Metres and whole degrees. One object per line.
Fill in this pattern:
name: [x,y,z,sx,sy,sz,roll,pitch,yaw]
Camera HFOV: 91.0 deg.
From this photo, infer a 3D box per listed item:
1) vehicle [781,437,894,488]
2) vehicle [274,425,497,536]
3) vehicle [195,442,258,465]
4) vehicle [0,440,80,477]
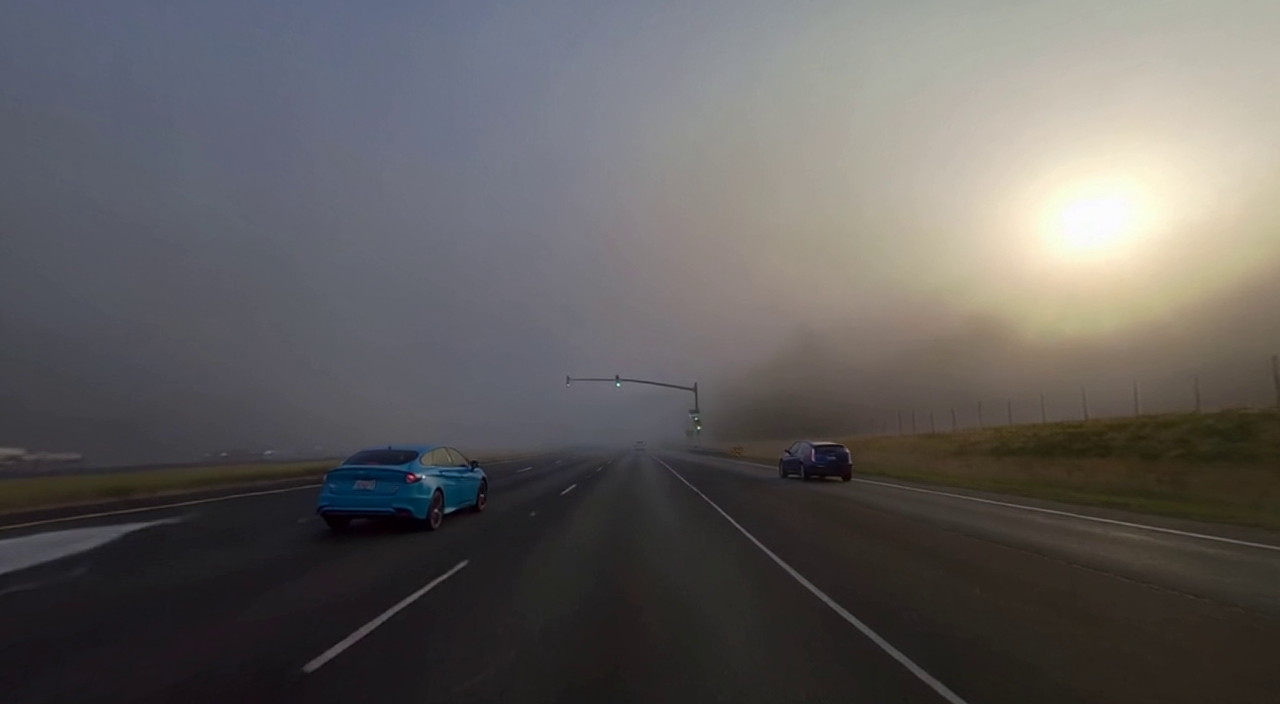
vehicle: [6.374,3.620,21.028,2.049,1.481,4.774,1,-9,-2]
vehicle: [-4.029,2.109,10.966,1.987,1.516,4.478,0,-9,0]
vehicle: [-32.478,7.954,49.607,1.913,1.688,4.438,0,-9,-1]
vehicle: [-32.717,5.541,32.892,2.000,1.799,5.295,0,-9,0]
